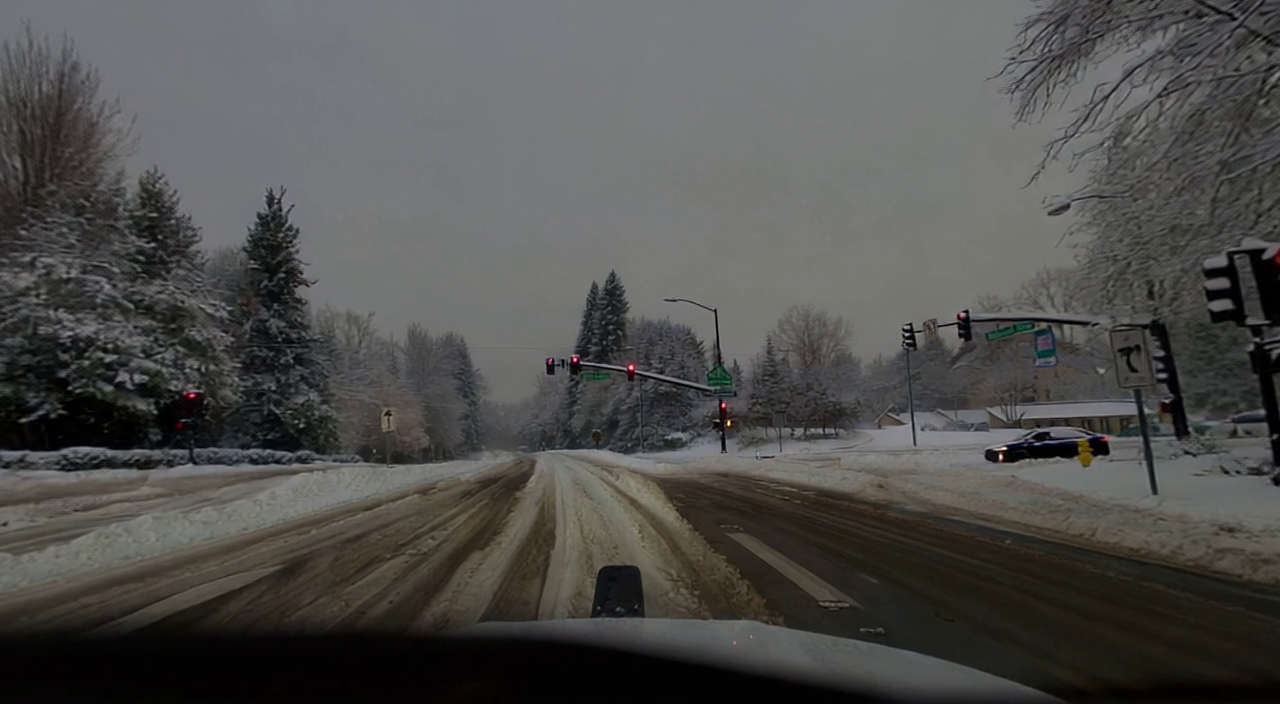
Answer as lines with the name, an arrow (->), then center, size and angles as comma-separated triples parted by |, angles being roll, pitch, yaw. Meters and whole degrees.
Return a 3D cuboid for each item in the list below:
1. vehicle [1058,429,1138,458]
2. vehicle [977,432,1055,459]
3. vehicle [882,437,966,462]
vehicle -> 36.109, 7.212, 49.739 | 6.148, 2.119, 2.473 | 4, -10, -28
vehicle -> 26.956, 6.730, 45.253 | 5.032, 1.828, 2.183 | 4, -9, -24
vehicle -> 18.710, 6.428, 41.614 | 5.234, 1.549, 1.982 | 4, -9, -24
